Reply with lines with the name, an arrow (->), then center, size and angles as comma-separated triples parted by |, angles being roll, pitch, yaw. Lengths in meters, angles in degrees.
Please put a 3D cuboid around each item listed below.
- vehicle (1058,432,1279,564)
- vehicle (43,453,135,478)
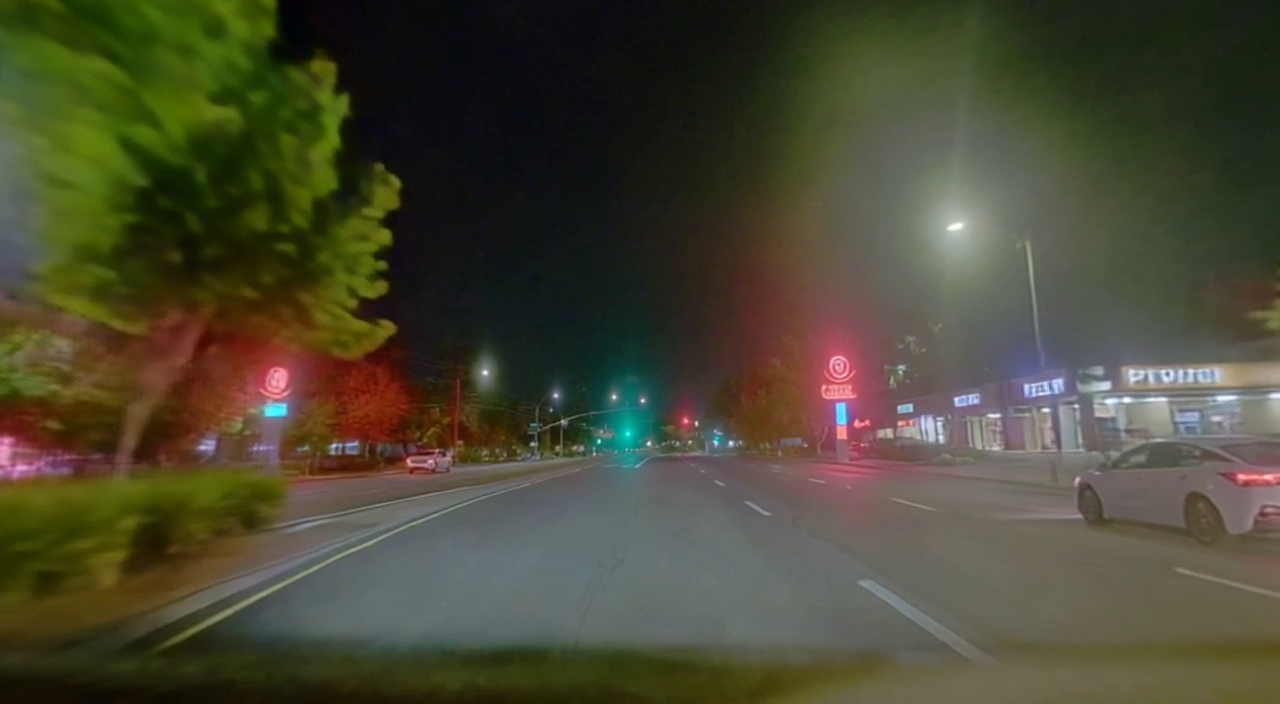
vehicle -> 8.135, 1.867, 8.695 | 1.936, 1.460, 4.258 | 0, -8, 2
vehicle -> -38.694, 7.962, 44.439 | 4.594, 1.564, 1.900 | -1, -8, -2
